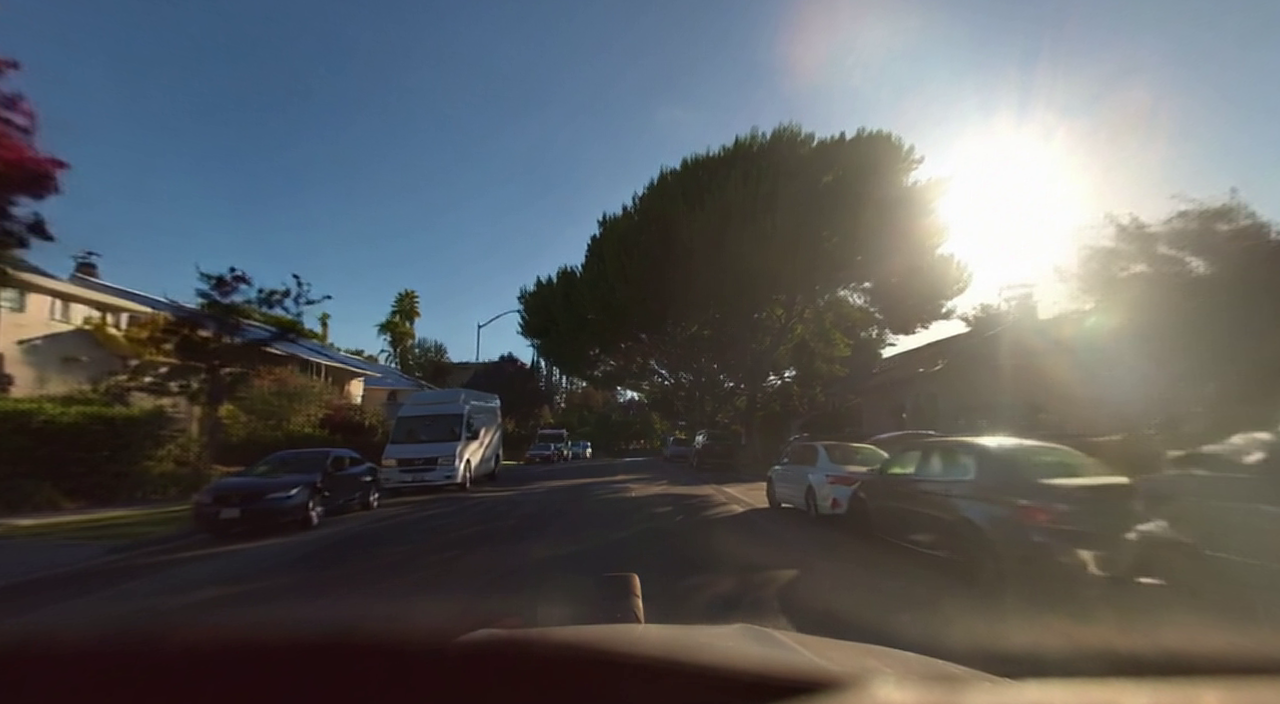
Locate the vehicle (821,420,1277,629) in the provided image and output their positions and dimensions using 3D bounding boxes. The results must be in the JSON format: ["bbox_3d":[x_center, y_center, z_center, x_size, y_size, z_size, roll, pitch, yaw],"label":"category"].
[{"bbox_3d":[3.554,1.517,6.705,1.867,1.470,4.312,0,-8,-2],"label":"vehicle"}]

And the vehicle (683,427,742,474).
[{"bbox_3d":[3.041,4.226,27.335,1.965,1.855,4.677,0,-8,-1],"label":"vehicle"}]

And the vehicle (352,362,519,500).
[{"bbox_3d":[-6.176,2.617,20.761,2.896,3.648,8.004,0,-8,-1],"label":"vehicle"}]

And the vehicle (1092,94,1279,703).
[{"bbox_3d":[3.428,0.137,0.762,2.215,2.542,4.550,-2,-7,0],"label":"vehicle"}]

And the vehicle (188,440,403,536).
[{"bbox_3d":[-6.255,2.448,12.104,1.921,1.470,4.068,0,-8,-2],"label":"vehicle"}]

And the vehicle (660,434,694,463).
[{"bbox_3d":[2.416,6.438,42.164,1.918,1.815,4.400,0,-8,-1],"label":"vehicle"}]

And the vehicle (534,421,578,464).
[{"bbox_3d":[-5.837,6.339,44.134,2.408,2.782,3.837,-3,-8,0],"label":"vehicle"}]
